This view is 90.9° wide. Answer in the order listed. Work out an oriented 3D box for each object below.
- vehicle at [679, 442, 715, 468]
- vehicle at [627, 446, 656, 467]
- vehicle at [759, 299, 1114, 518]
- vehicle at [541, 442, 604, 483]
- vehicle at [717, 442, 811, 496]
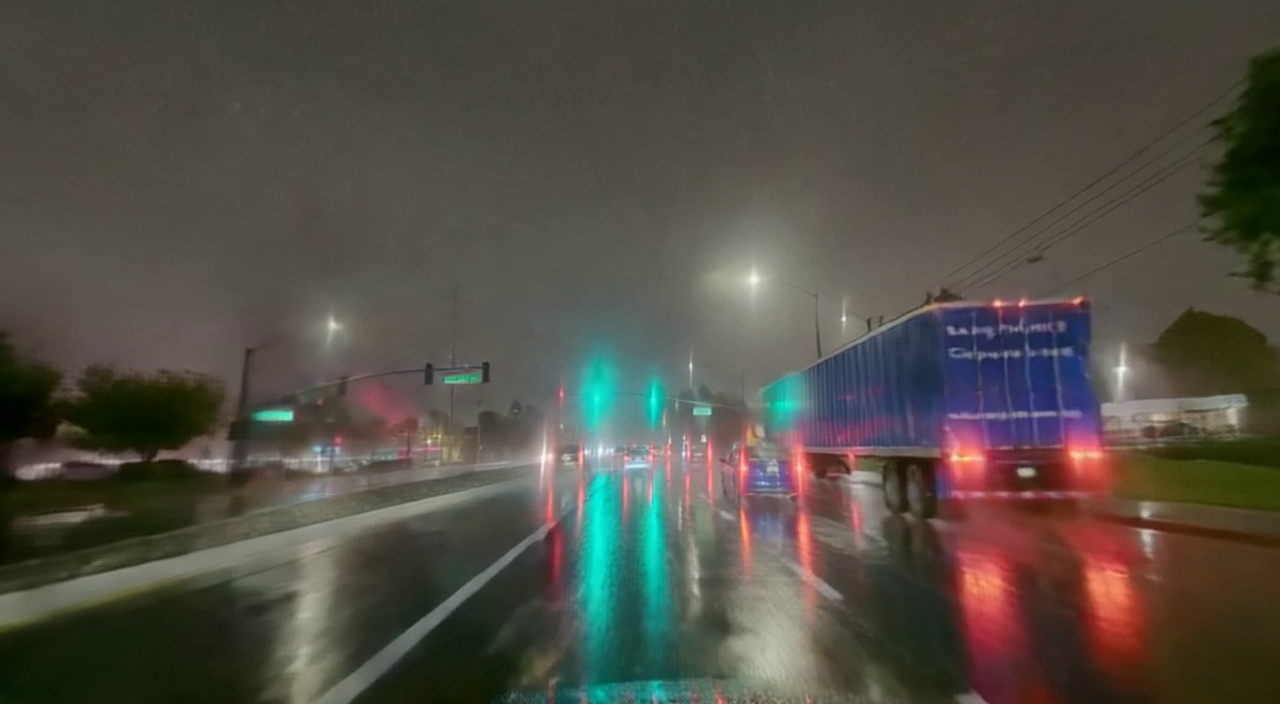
[{"bbox_3d":[3.809,6.923,42.491,2.050,1.683,3.990,0,-9,0],"label":"vehicle"},{"bbox_3d":[0.094,7.542,45.605,2.020,1.461,4.326,0,-8,0],"label":"vehicle"},{"bbox_3d":[7.352,2.361,20.980,3.383,4.268,17.469,0,-9,0],"label":"vehicle"},{"bbox_3d":[-2.647,4.497,25.916,2.003,1.509,4.396,0,-8,1],"label":"vehicle"},{"bbox_3d":[3.661,3.518,19.350,1.972,1.452,4.189,0,-8,-1],"label":"vehicle"}]
